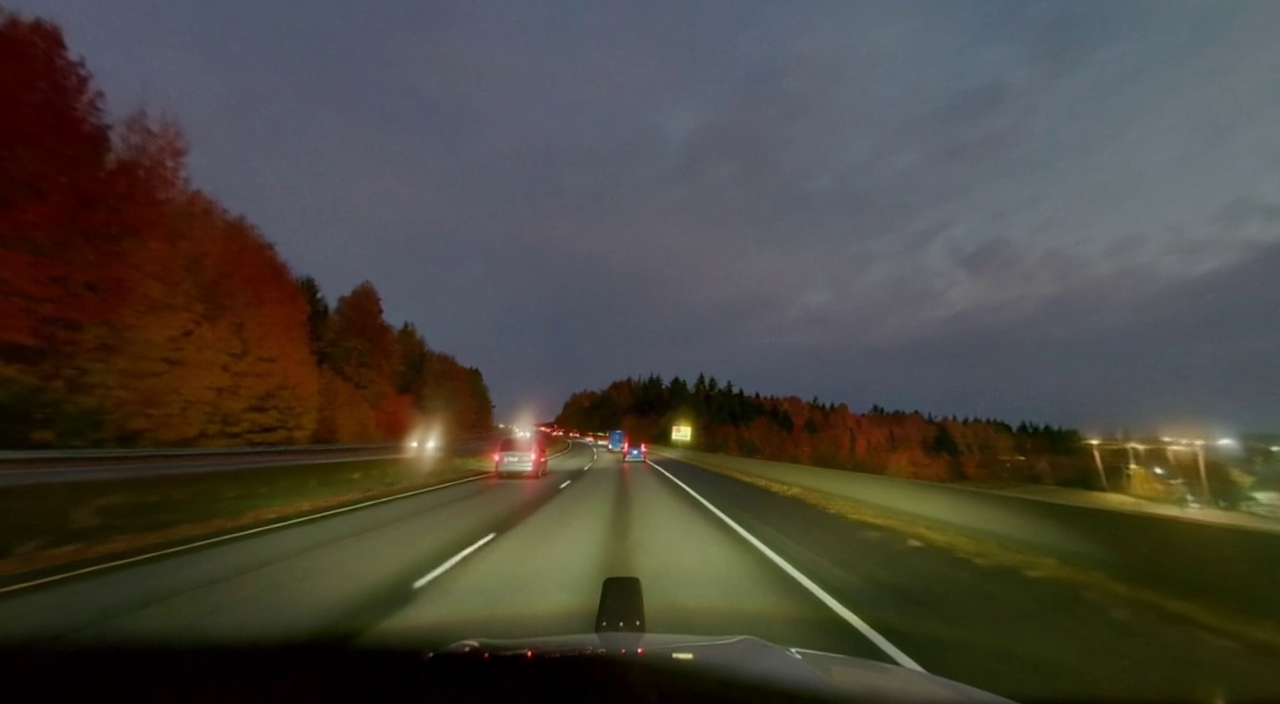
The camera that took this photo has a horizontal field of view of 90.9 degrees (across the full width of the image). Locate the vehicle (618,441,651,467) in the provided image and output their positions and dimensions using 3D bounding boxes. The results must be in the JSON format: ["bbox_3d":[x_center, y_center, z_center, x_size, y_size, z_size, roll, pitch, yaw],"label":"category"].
[{"bbox_3d":[-0.394,6.255,38.862,1.939,1.497,3.863,0,-8,-1],"label":"vehicle"}]

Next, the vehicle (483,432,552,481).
[{"bbox_3d":[-4.710,4.064,24.752,1.924,1.720,4.195,0,-8,-1],"label":"vehicle"}]
